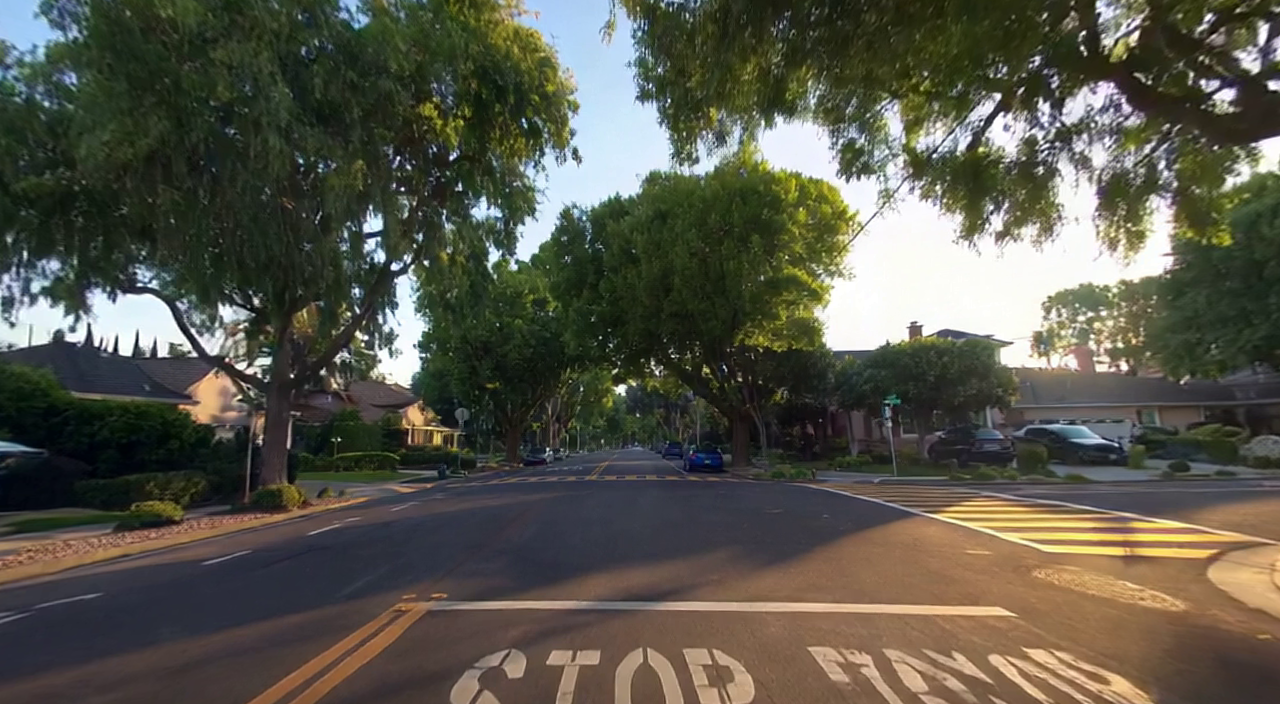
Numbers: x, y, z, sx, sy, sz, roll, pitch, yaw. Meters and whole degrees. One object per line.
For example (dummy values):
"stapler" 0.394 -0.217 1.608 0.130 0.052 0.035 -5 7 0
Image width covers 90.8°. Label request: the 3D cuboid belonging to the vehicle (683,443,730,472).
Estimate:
"vehicle" 3.562 5.770 34.639 1.961 1.472 4.434 0 -9 -2
